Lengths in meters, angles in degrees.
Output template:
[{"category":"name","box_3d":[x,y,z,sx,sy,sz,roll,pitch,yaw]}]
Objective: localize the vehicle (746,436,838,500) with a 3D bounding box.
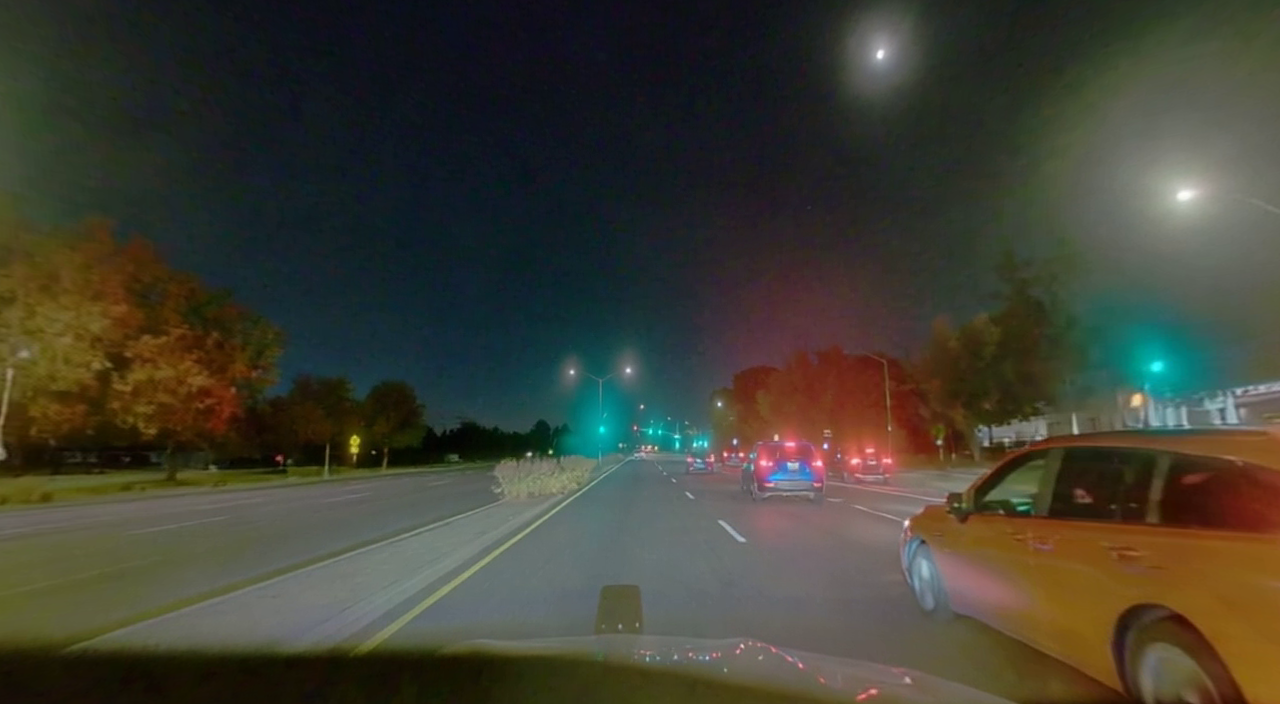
[{"category":"vehicle","box_3d":[4.450,3.438,19.117,2.075,1.698,4.142,-1,-8,5]}]

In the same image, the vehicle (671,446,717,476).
[{"category":"vehicle","box_3d":[2.753,5.688,33.127,1.980,1.484,4.093,0,-8,-1]}]

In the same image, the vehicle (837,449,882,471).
[{"category":"vehicle","box_3d":[16.035,7.895,46.154,1.815,1.493,4.135,0,-8,1]}]

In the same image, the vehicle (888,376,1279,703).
[{"category":"vehicle","box_3d":[3.162,0.978,2.927,1.932,1.547,4.992,0,-8,-1]}]

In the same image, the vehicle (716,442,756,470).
[{"category":"vehicle","box_3d":[6.513,7.103,43.195,1.919,1.774,4.720,0,-8,-1]}]
